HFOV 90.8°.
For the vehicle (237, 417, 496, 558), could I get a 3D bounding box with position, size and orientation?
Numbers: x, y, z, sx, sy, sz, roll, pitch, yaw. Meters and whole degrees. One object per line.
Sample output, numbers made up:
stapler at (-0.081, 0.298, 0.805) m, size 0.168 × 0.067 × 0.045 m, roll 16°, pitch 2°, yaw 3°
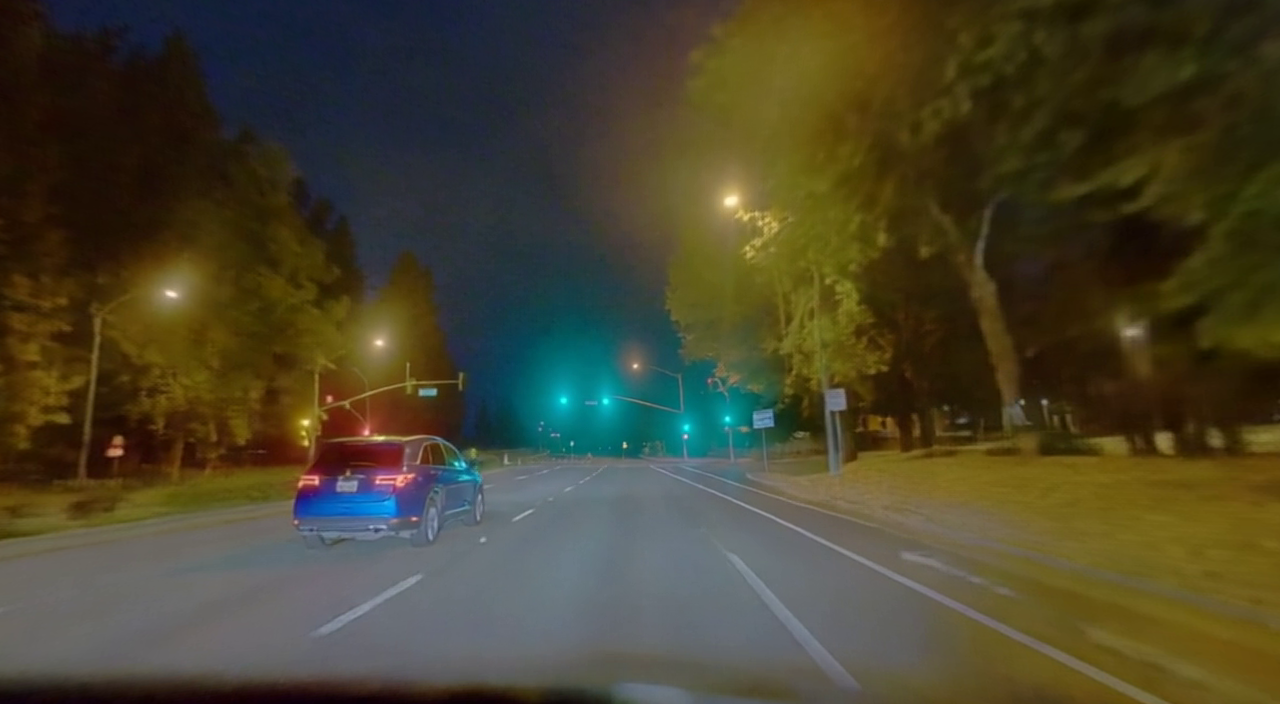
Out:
vehicle at (-3.887, 2.007, 10.056) m, size 2.121 × 1.724 × 4.392 m, roll 0°, pitch -9°, yaw 0°
